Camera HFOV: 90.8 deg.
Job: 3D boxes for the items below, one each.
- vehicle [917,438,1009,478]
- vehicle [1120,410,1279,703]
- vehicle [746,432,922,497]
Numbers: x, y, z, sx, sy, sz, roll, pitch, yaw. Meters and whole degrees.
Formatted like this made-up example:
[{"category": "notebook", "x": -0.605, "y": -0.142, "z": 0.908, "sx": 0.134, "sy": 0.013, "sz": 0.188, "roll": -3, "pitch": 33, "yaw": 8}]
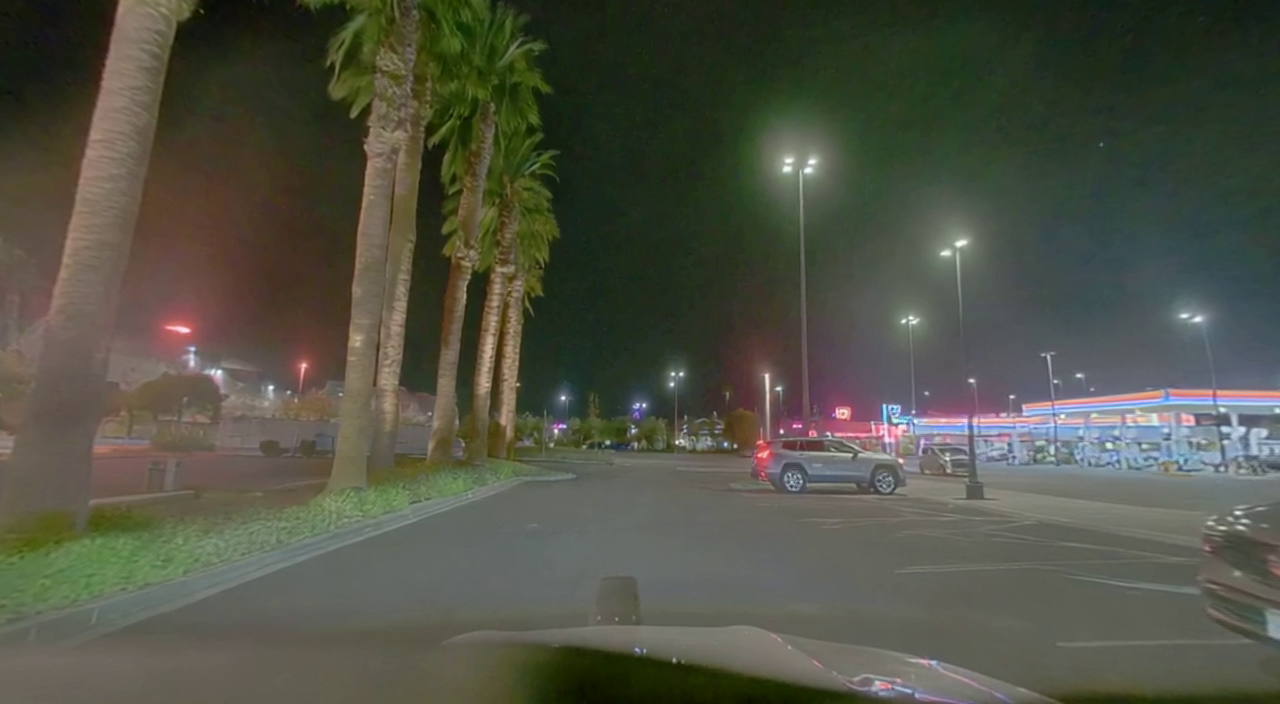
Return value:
[{"category": "vehicle", "x": 16.316, "y": 5.347, "z": 32.223, "sx": 2.028, "sy": 1.850, "sz": 4.731, "roll": 0, "pitch": -8, "yaw": -2}, {"category": "vehicle", "x": 5.297, "y": 1.108, "z": 3.492, "sx": 3.813, "sy": 1.541, "sz": 1.723, "roll": 0, "pitch": -8, "yaw": 0}, {"category": "vehicle", "x": 5.701, "y": 3.338, "z": 19.038, "sx": 4.560, "sy": 1.818, "sz": 2.148, "roll": 0, "pitch": -8, "yaw": -2}]
